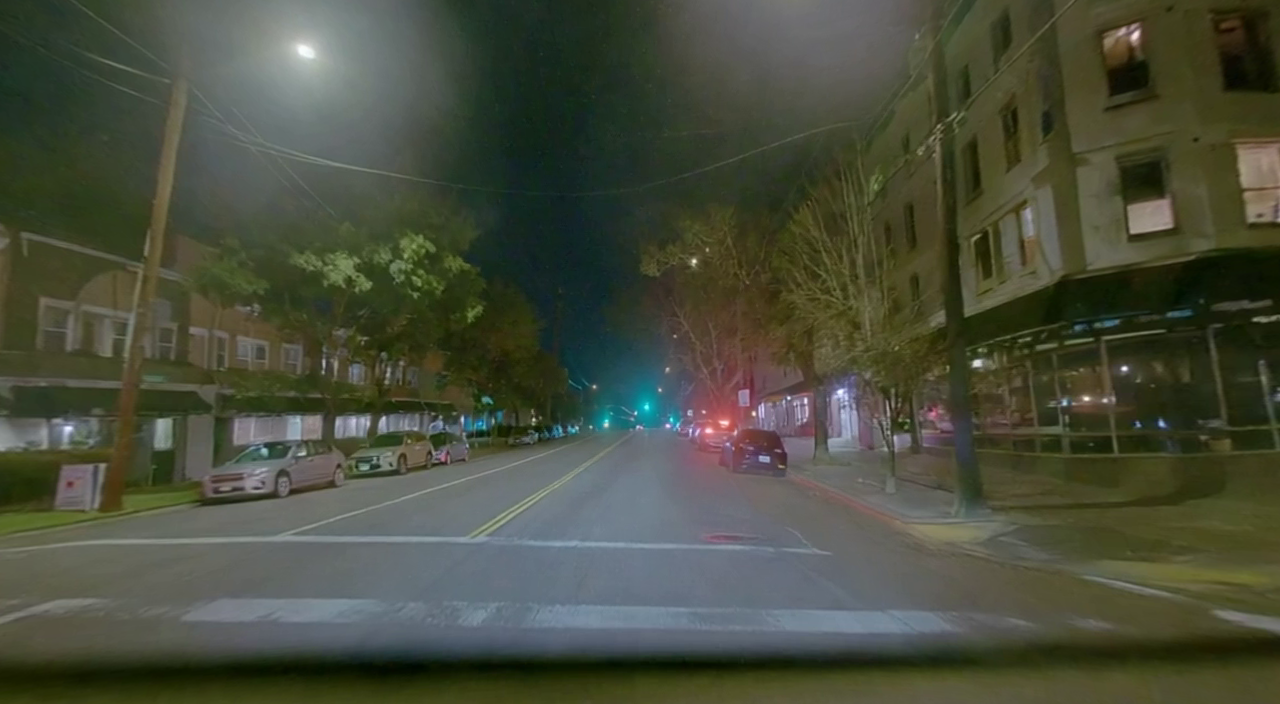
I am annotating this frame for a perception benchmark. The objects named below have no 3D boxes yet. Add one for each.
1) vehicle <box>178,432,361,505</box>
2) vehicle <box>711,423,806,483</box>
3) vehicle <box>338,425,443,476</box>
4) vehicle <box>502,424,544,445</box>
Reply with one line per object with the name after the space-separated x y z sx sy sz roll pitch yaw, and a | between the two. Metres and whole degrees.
-9.514 3.009 16.778 1.926 1.652 4.527 -1 -8 3 | vehicle
3.717 3.203 20.719 2.089 1.638 4.628 0 -5 -2 | vehicle
-9.339 3.714 24.102 2.061 1.748 4.316 -1 -8 3 | vehicle
-8.704 6.243 47.363 2.208 1.508 4.590 0 -8 1 | vehicle
